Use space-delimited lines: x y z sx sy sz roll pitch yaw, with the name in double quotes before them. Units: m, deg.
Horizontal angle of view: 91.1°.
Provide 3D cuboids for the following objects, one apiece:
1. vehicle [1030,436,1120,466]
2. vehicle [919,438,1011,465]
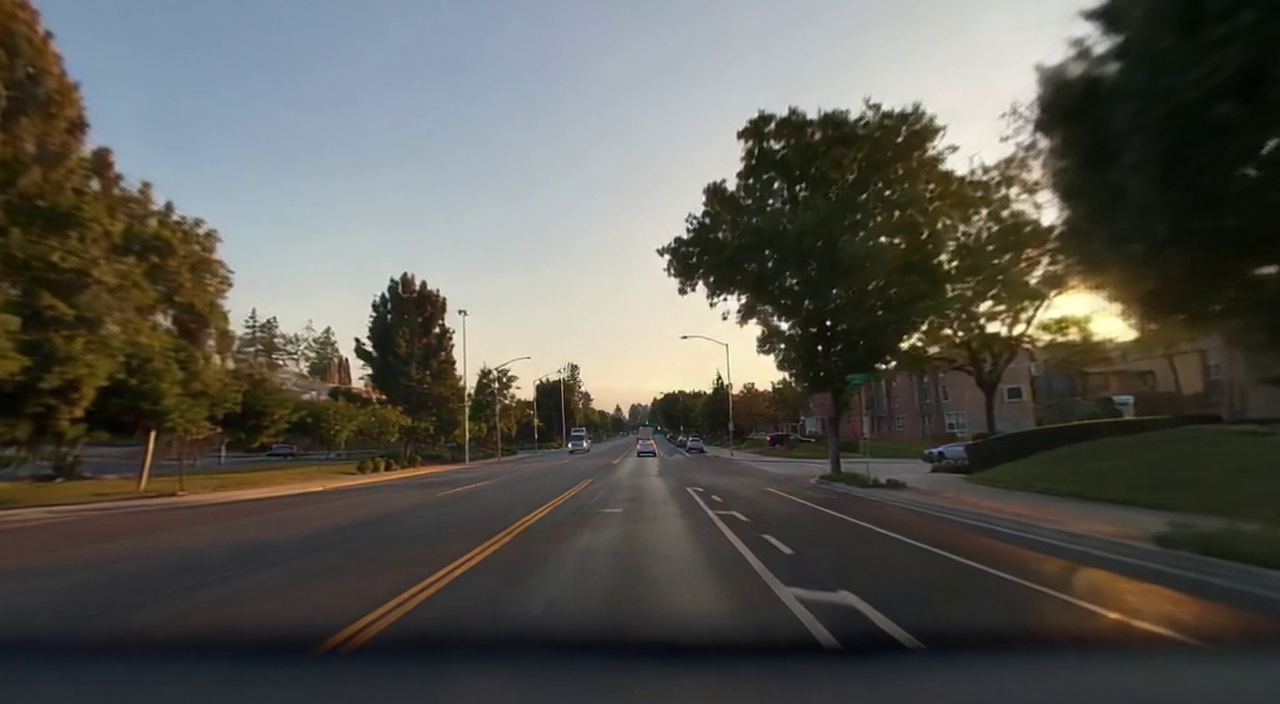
"vehicle" 28.736 6.543 41.550 4.686 1.536 2.037 6 -9 -5
"vehicle" 20.936 6.393 40.496 4.849 1.470 2.041 -1 -7 -7
